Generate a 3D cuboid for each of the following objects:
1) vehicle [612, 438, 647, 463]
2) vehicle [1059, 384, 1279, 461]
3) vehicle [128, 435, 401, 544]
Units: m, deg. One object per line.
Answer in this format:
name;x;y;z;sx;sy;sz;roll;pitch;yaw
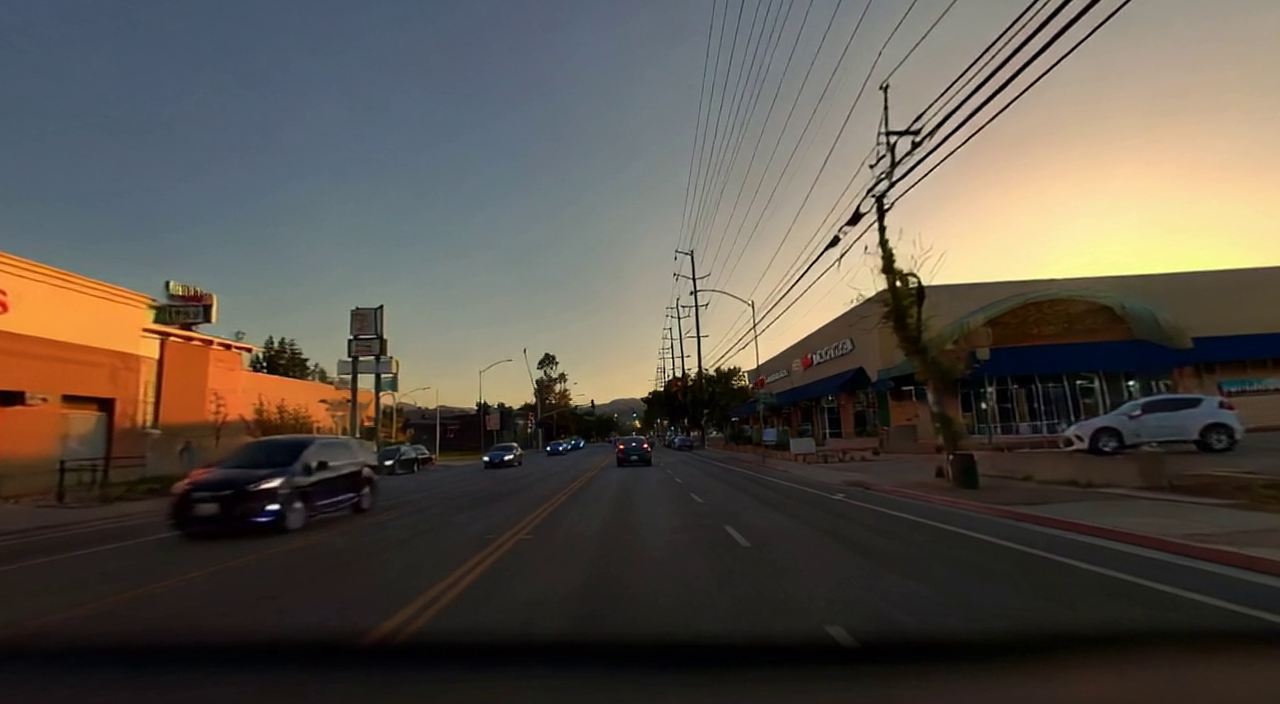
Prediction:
vehicle;-0.618;6.309;40.622;2.097;1.472;4.544;0;-8;0
vehicle;13.566;1.763;15.651;4.836;1.750;2.079;0;-8;-1
vehicle;-6.231;2.299;11.380;1.987;1.515;4.789;0;-8;0
